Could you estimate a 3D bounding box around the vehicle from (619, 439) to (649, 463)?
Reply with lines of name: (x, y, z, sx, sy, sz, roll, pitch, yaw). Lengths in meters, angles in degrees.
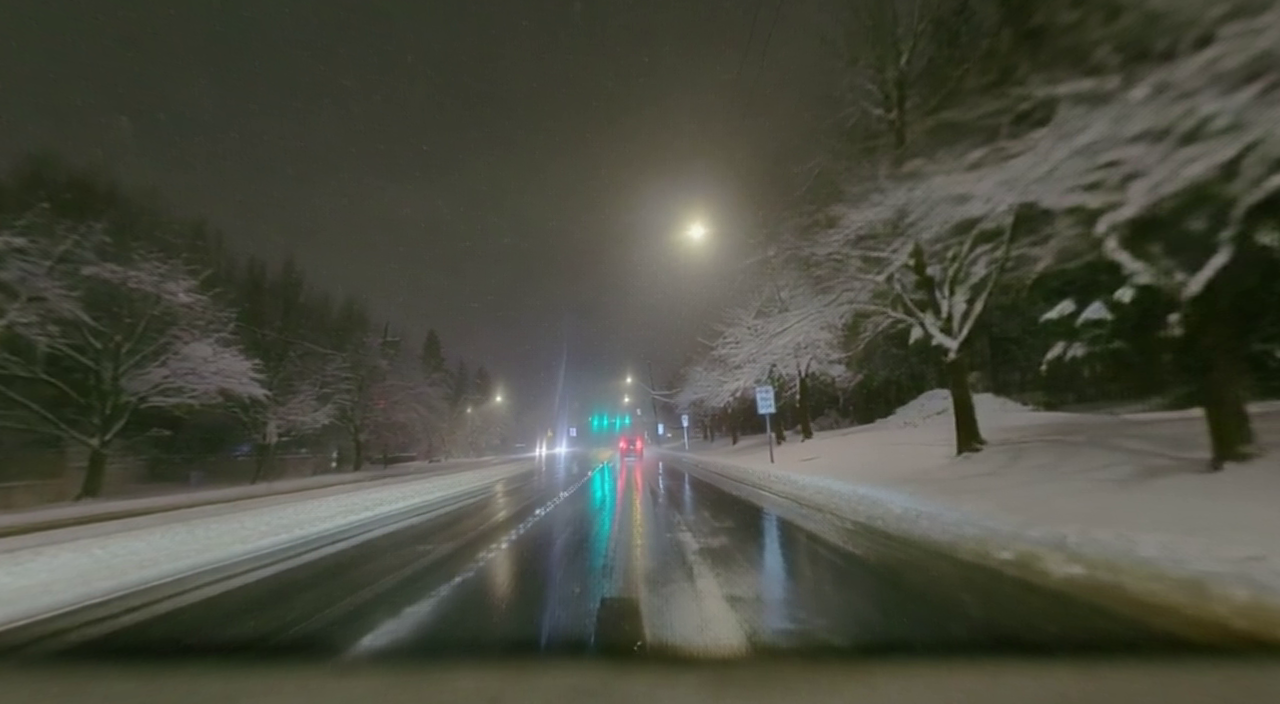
vehicle: (-0.409, 7.043, 45.154, 2.045, 1.613, 4.210, 0, -8, -1)
